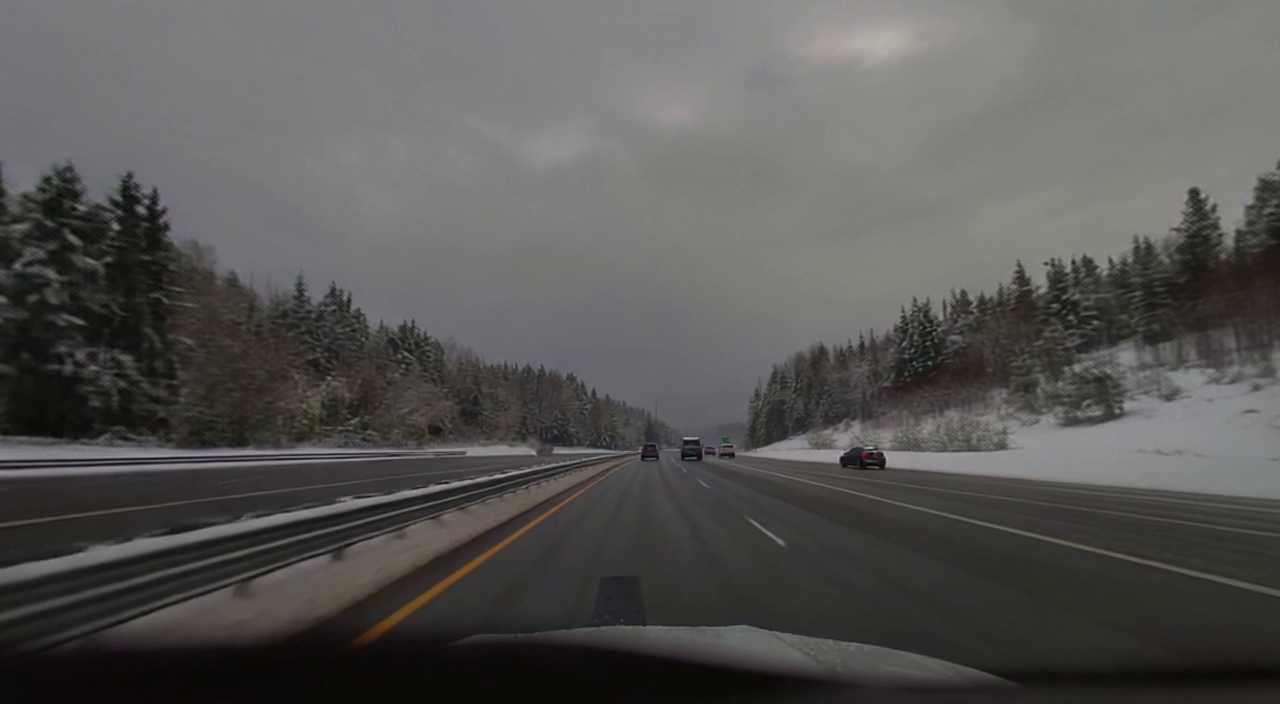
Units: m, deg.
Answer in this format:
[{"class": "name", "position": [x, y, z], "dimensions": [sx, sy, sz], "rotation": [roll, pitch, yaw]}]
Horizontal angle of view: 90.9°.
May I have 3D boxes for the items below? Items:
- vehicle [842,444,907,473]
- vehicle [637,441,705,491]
[{"class": "vehicle", "position": [12.672, 5.782, 34.315], "dimensions": [1.926, 1.483, 3.528], "rotation": [1, -9, -4]}, {"class": "vehicle", "position": [0.943, 3.756, 21.151], "dimensions": [2.053, 1.483, 4.185], "rotation": [0, -9, 0]}]
